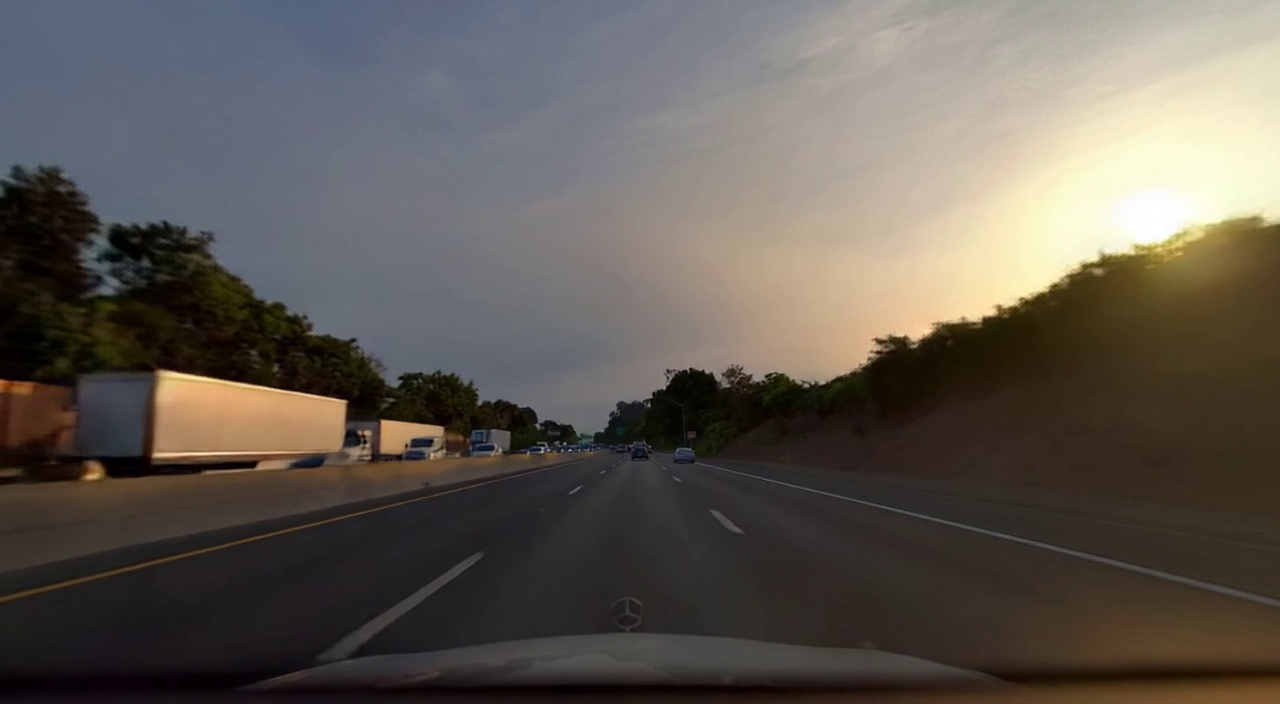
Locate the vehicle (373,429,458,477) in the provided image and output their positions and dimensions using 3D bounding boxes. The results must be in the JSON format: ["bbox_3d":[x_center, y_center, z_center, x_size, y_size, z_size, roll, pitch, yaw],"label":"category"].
[{"bbox_3d":[-11.570,5.293,33.057,2.282,2.273,5.443,0,-9,2],"label":"vehicle"}]

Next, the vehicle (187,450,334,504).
[{"bbox_3d":[-11.711,3.850,19.870,1.955,1.460,4.296,0,-9,0],"label":"vehicle"}]

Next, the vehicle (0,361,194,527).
[{"bbox_3d":[-16.320,2.592,17.788,2.963,3.892,5.814,0,-9,0],"label":"vehicle"}]
